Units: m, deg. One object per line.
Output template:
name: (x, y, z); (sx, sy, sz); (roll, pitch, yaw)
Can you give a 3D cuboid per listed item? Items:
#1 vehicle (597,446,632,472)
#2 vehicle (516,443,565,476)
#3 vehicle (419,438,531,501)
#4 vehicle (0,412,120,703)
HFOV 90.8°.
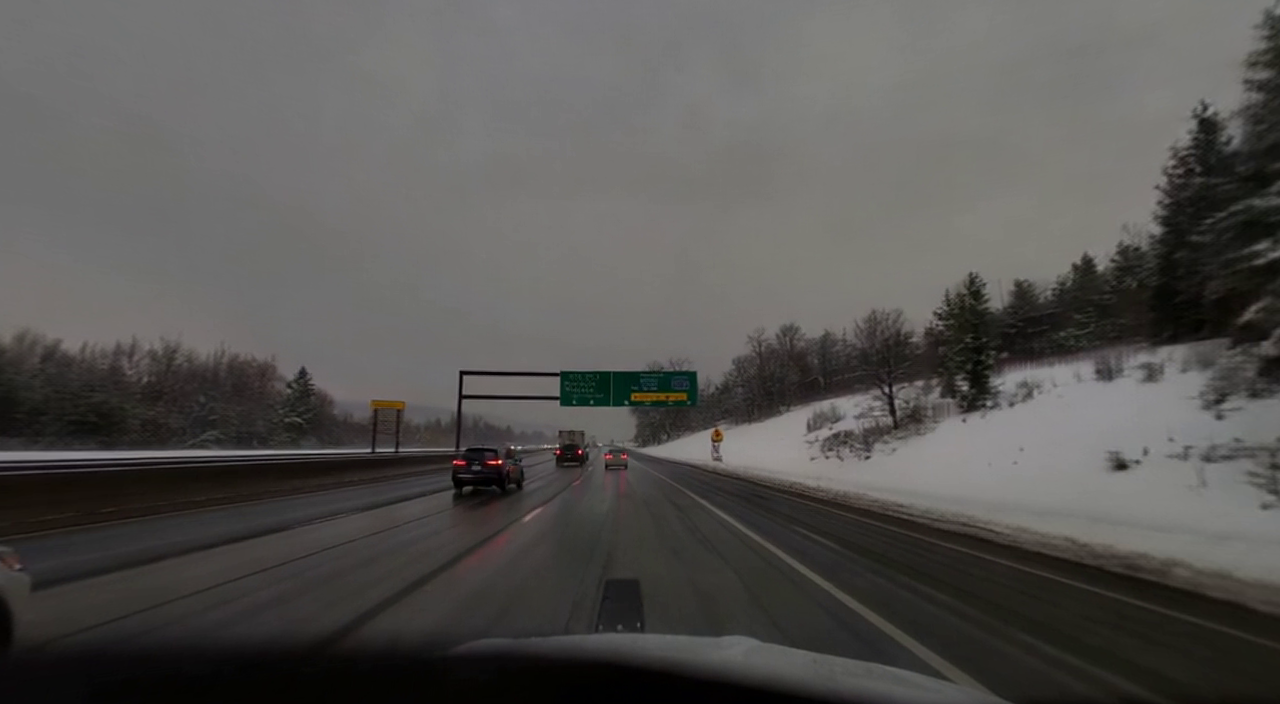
vehicle: (-1.621, 6.468, 38.267); (1.988, 1.440, 4.201); (0, -9, -4)
vehicle: (-5.293, 5.750, 34.022); (2.118, 1.624, 4.032); (0, -9, -2)
vehicle: (-4.698, 3.411, 18.713); (2.208, 1.619, 4.162); (0, -9, 0)
vehicle: (-3.726, 0.804, 1.335); (1.892, 1.492, 3.940); (0, -9, -1)
